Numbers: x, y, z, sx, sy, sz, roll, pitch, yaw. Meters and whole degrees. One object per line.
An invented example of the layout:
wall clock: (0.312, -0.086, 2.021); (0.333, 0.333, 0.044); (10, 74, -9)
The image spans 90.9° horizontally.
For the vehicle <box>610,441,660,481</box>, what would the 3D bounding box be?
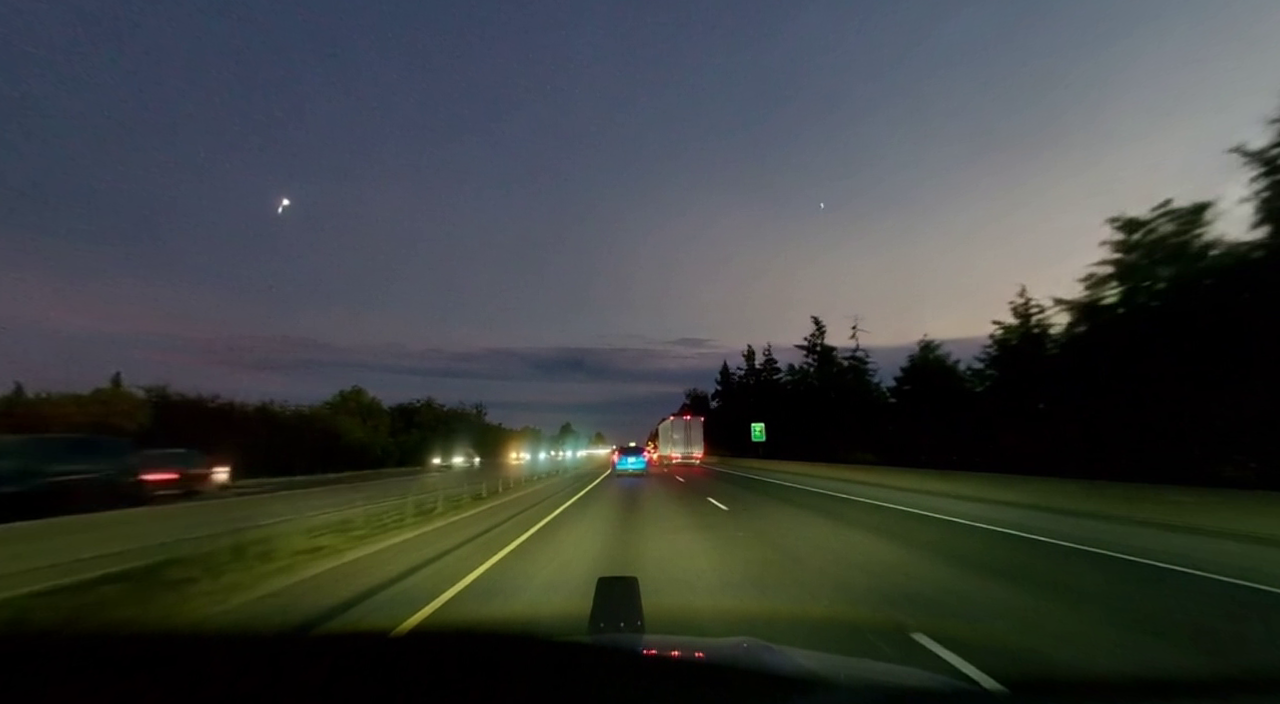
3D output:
vehicle: (-0.258, 5.079, 29.474); (2.190, 1.706, 4.062); (0, -9, -1)

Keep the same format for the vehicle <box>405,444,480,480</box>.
vehicle: (-8.678, 4.876, 28.093); (1.974, 1.465, 4.130); (0, -9, 0)

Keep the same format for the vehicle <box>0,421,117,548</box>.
vehicle: (-8.715, 1.483, 6.822); (1.961, 1.521, 4.766); (0, -9, 1)
